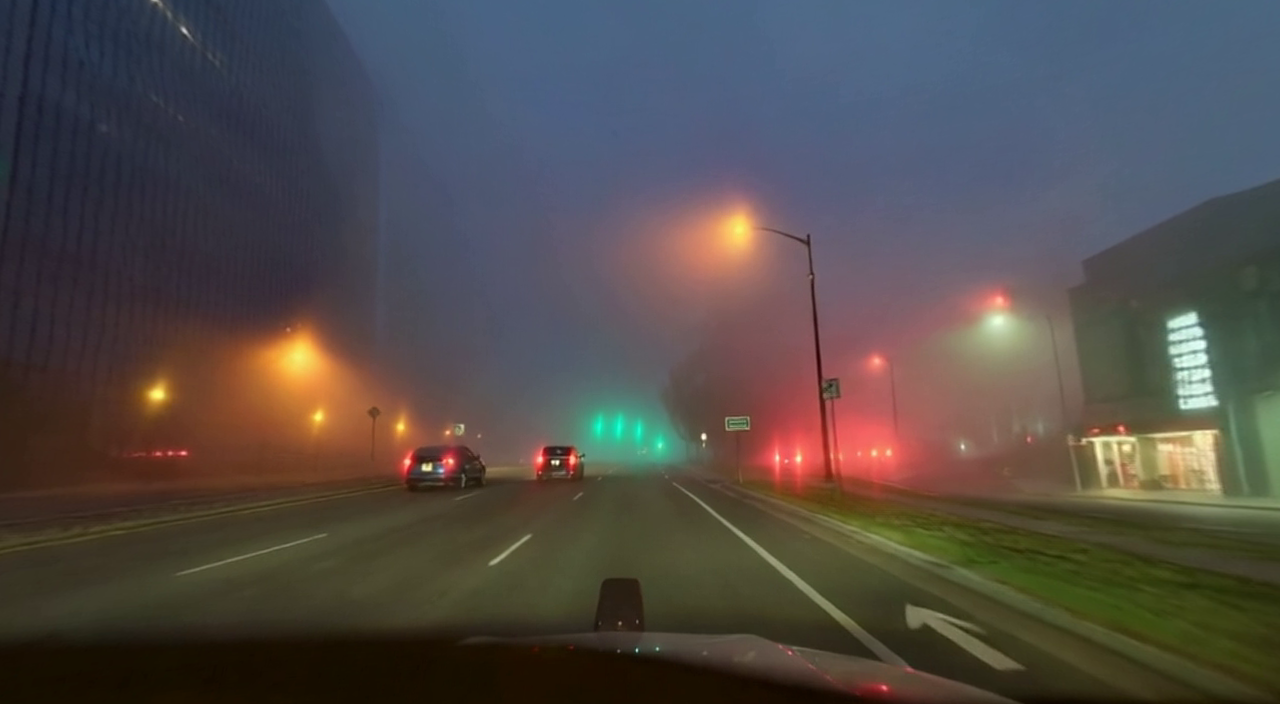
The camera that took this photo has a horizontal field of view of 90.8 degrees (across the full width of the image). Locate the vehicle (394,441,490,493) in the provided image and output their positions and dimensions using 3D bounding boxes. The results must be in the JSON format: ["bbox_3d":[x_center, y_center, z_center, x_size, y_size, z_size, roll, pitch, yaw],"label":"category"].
[{"bbox_3d":[-6.829,4.002,22.344,1.909,1.605,4.561,0,-9,0],"label":"vehicle"}]

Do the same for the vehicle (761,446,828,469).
[{"bbox_3d":[11.172,7.665,45.948,4.513,1.541,1.948,-1,-9,5],"label":"vehicle"}]

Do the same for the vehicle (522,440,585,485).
[{"bbox_3d":[-3.552,4.629,26.701,2.052,1.729,4.195,0,-9,0],"label":"vehicle"}]
